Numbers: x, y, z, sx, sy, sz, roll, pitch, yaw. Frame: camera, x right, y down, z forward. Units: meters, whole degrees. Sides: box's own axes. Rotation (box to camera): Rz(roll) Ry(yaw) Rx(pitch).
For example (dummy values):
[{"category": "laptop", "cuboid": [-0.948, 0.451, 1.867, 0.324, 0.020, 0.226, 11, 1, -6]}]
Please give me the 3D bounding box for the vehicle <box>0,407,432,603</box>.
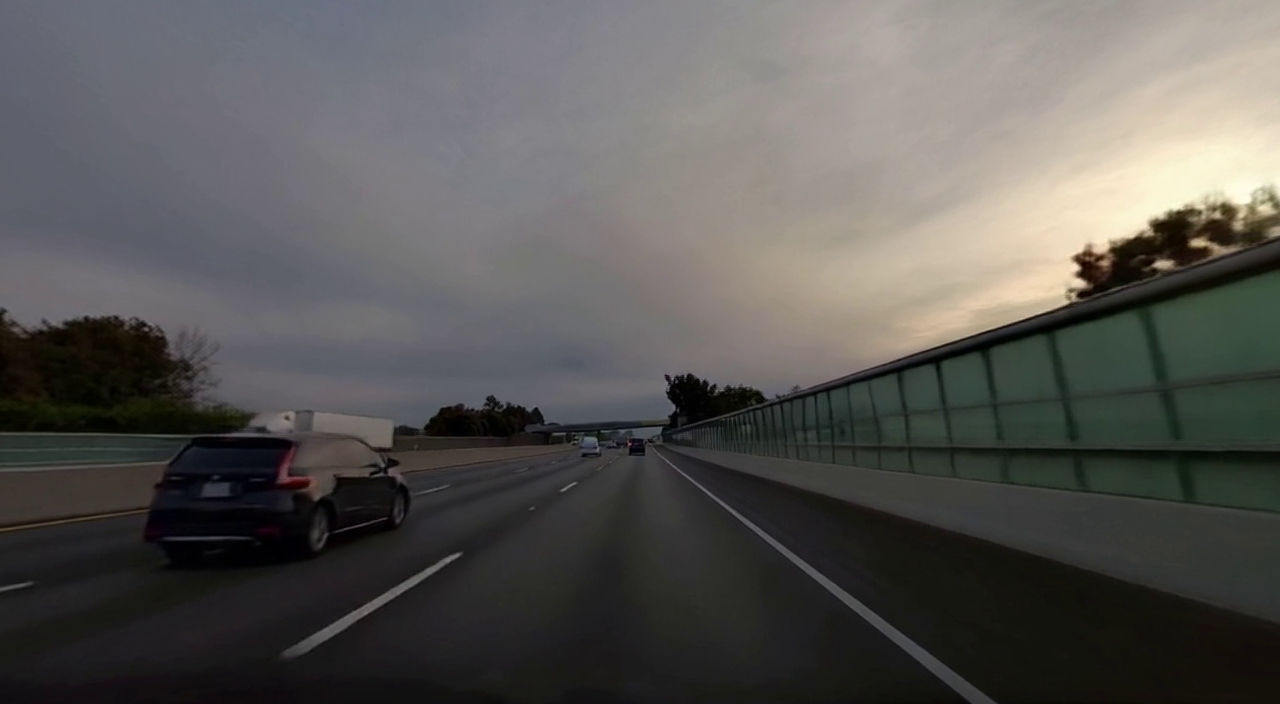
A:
[{"category": "vehicle", "cuboid": [-4.184, 1.533, 7.200, 2.059, 1.541, 4.296, 0, -8, 1]}]
